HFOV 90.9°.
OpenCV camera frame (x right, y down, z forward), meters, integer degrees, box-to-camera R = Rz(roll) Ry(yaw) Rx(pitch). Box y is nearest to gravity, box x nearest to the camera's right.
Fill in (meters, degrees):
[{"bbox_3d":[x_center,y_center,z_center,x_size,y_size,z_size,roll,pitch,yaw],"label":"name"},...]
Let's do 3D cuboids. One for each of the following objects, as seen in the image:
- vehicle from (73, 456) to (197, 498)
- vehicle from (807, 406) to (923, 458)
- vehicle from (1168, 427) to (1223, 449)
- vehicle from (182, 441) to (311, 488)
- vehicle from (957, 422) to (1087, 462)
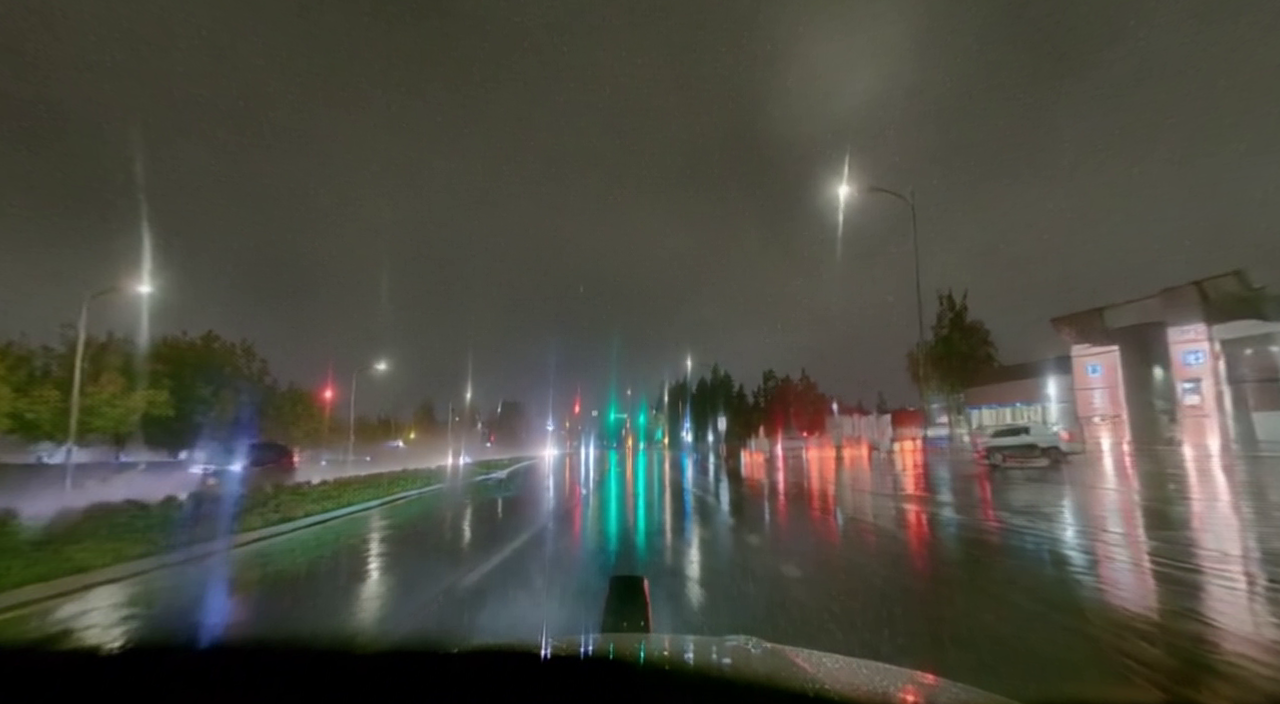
[{"bbox_3d":[-23.571,5.822,29.690,1.957,1.672,4.743,0,-8,-1],"label":"vehicle"},{"bbox_3d":[15.582,5.611,44.049,6.641,3.391,3.387,-1,-8,-5],"label":"vehicle"},{"bbox_3d":[39.215,6.070,44.573,1.757,1.439,3.615,-5,-9,22],"label":"vehicle"},{"bbox_3d":[-15.215,4.326,24.821,2.015,1.607,5.241,0,-8,-4],"label":"vehicle"},{"bbox_3d":[16.906,4.004,28.038,4.450,1.643,1.996,0,-8,-1],"label":"vehicle"}]
